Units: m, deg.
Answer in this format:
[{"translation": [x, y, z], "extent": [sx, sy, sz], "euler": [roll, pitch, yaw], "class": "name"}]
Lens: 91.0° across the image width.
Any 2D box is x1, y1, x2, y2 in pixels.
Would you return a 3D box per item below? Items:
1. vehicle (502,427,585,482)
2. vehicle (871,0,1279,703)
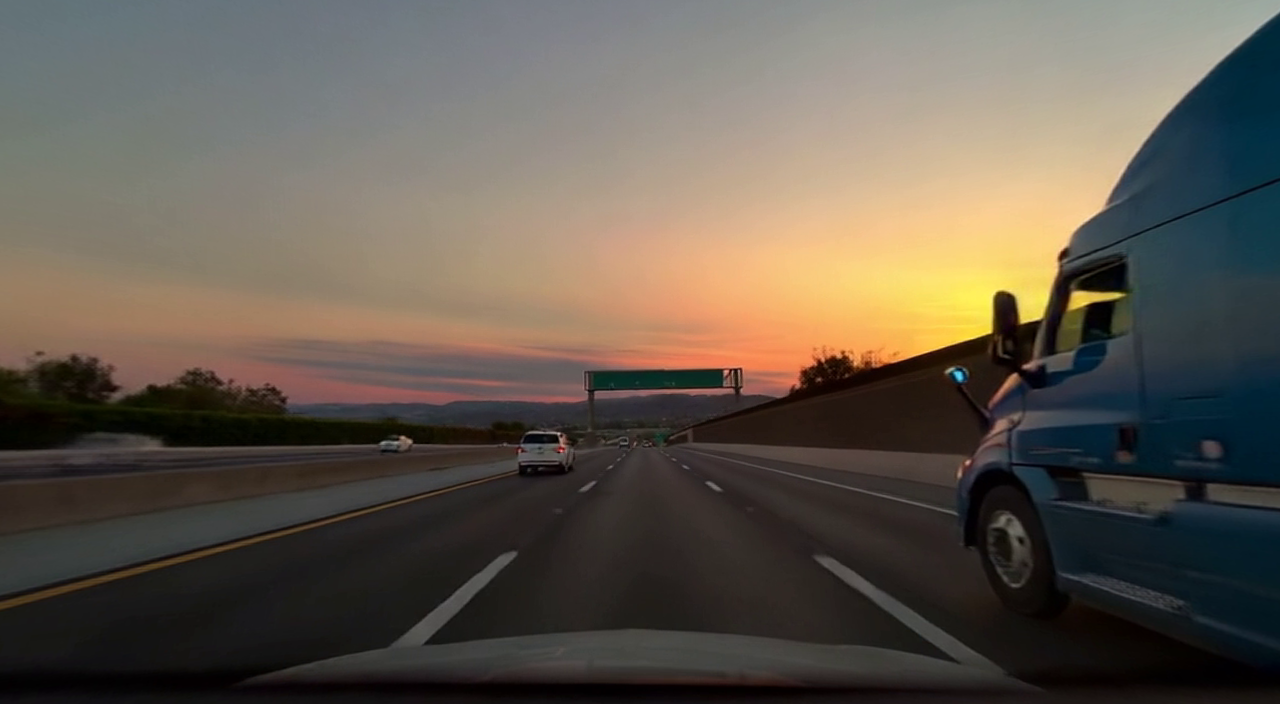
[{"translation": [-3.234, 3.565, 22.139], "extent": [2.189, 1.707, 4.692], "euler": [0, -8, 0], "class": "vehicle"}, {"translation": [3.881, -0.254, 3.480], "extent": [3.037, 4.014, 6.276], "euler": [1, -7, 3], "class": "vehicle"}]
